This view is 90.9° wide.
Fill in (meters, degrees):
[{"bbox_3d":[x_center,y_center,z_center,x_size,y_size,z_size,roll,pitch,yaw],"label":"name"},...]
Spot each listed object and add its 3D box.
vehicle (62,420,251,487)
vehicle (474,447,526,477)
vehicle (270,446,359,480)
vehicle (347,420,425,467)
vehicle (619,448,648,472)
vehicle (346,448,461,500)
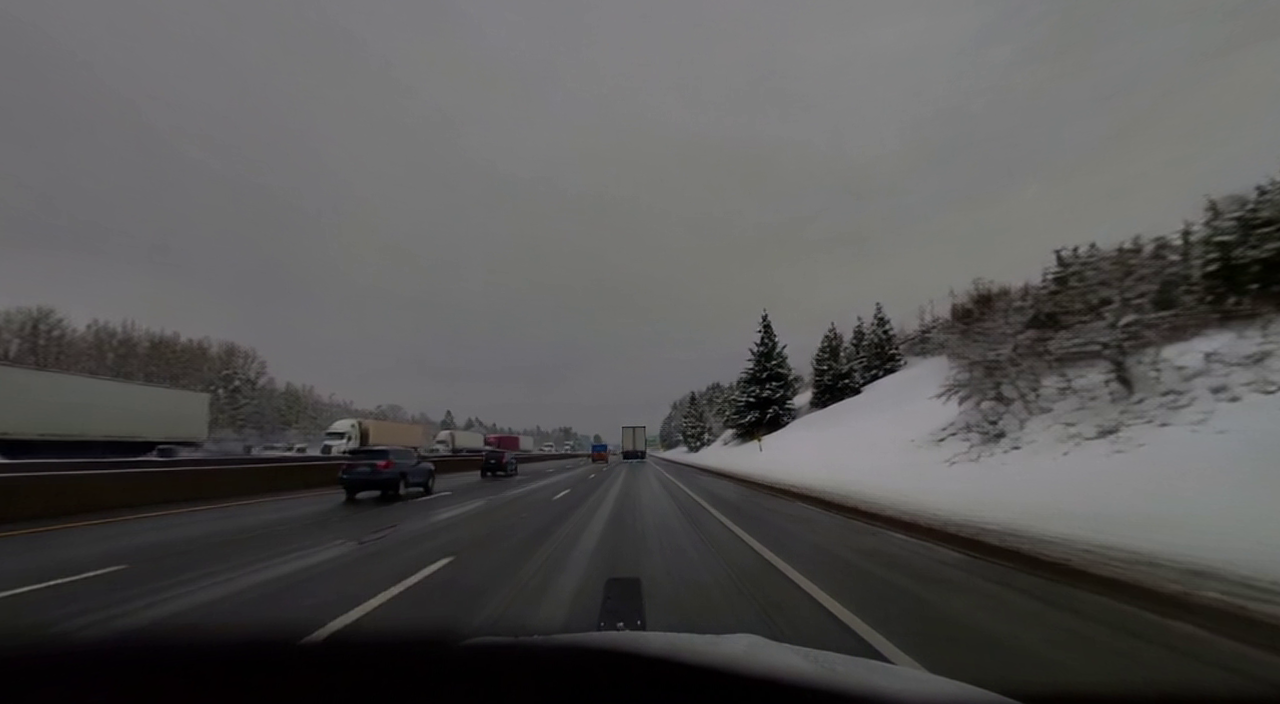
[{"bbox_3d":[-14.890,3.194,19.879,2.153,1.828,4.818,0,-9,-1],"label":"vehicle"},{"bbox_3d":[-8.054,6.345,36.641,2.004,1.629,4.506,0,-9,0],"label":"vehicle"},{"bbox_3d":[-14.755,5.046,28.846,1.927,1.393,4.071,0,-9,-1],"label":"vehicle"},{"bbox_3d":[-19.833,7.250,49.858,2.935,3.383,7.992,0,-9,-1],"label":"vehicle"},{"bbox_3d":[-0.461,7.943,46.376,2.009,1.657,3.962,0,-9,0],"label":"vehicle"},{"bbox_3d":[-7.341,3.799,20.109,1.895,1.446,4.456,0,-9,0],"label":"vehicle"}]
